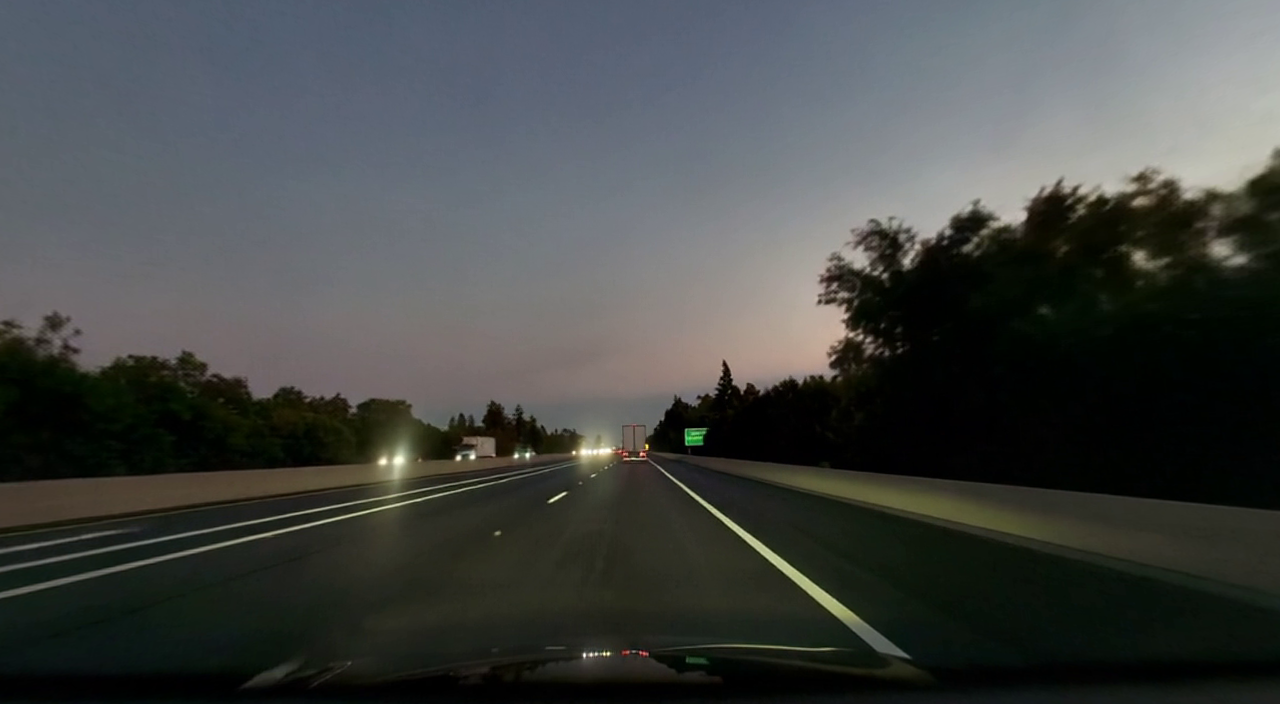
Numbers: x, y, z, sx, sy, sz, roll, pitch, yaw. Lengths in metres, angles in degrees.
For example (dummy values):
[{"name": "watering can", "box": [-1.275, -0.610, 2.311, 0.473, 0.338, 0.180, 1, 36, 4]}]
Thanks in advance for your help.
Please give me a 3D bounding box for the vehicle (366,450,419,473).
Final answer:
[{"name": "vehicle", "box": [-18.219, 8.099, 46.738, 1.950, 1.586, 4.785, 0, -9, 0]}]
